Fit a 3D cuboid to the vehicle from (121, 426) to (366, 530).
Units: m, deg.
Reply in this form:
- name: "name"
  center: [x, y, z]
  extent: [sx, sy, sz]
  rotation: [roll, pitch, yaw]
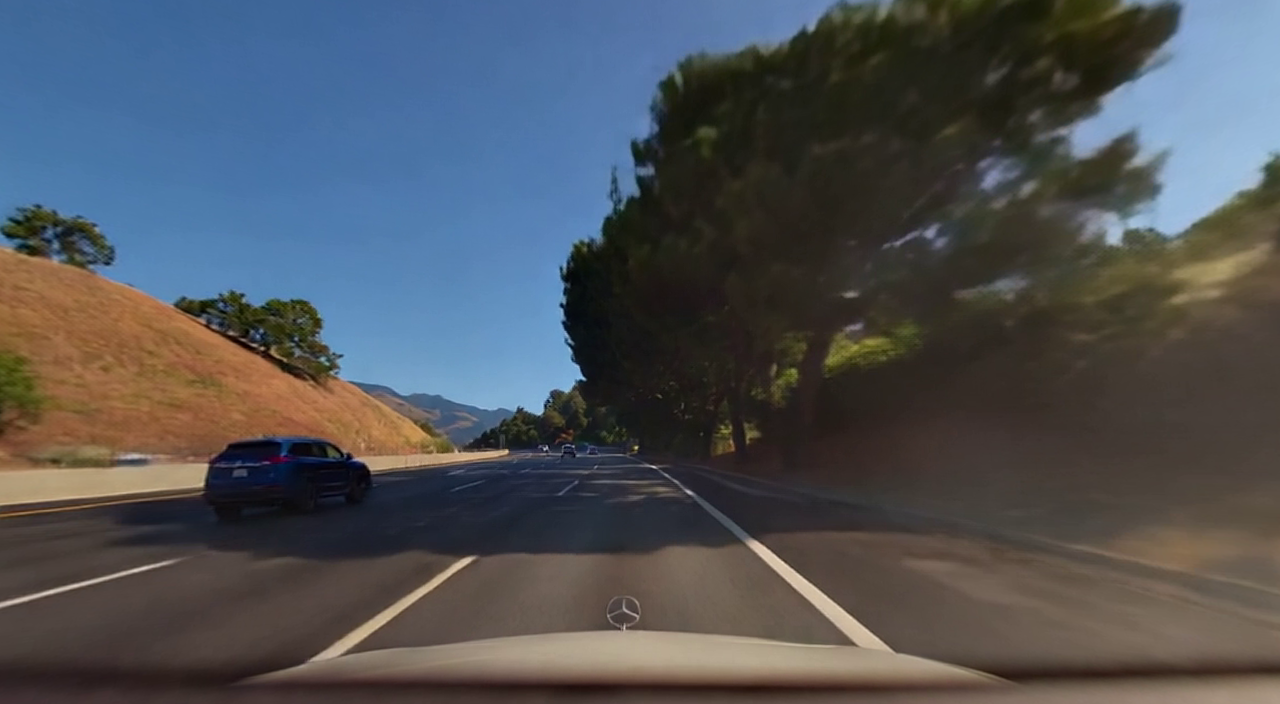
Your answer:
- name: "vehicle"
  center: [-7.646, 2.461, 12.892]
  extent: [2.046, 1.712, 4.533]
  rotation: [0, -9, 0]
